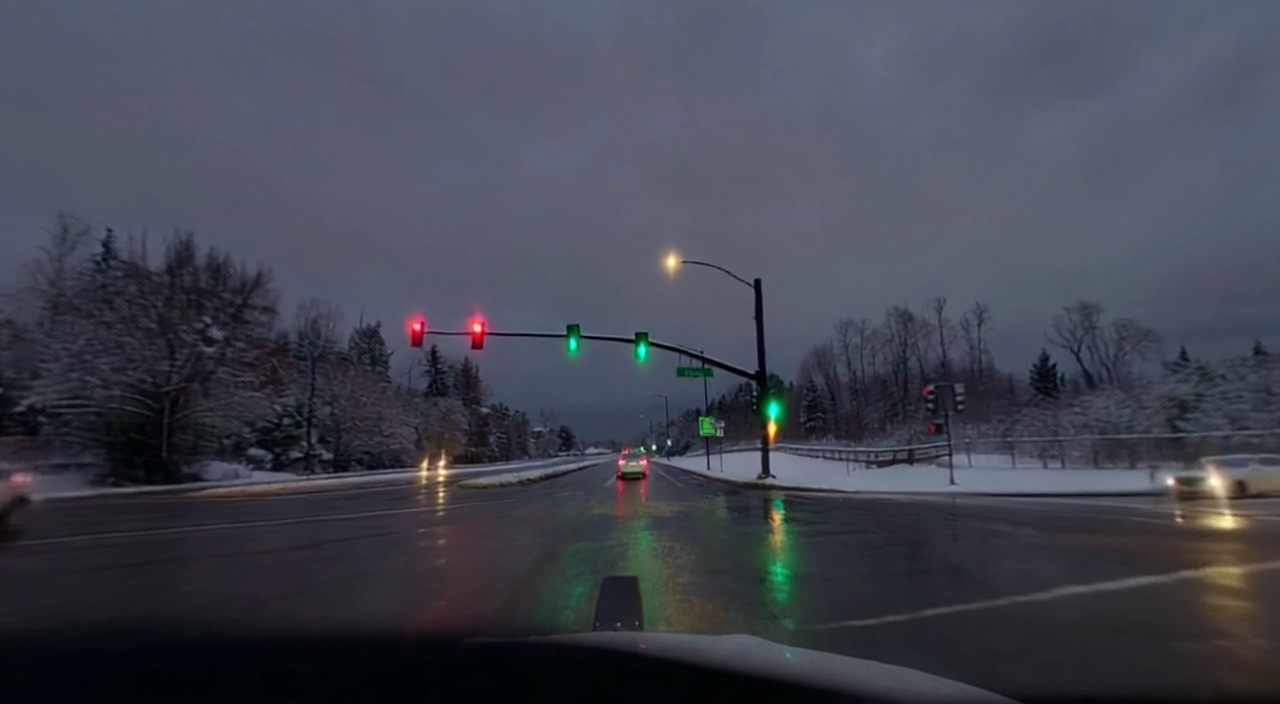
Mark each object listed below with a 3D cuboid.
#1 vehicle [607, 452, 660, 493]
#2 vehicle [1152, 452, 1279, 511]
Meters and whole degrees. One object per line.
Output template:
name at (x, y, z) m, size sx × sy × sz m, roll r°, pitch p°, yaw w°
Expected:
vehicle at (-0.266, 4.752, 25.146) m, size 1.954 × 1.469 × 3.465 m, roll 0°, pitch -9°, yaw 0°
vehicle at (17.707, 3.660, 18.094) m, size 4.501 × 1.486 × 2.091 m, roll 1°, pitch -9°, yaw -11°
